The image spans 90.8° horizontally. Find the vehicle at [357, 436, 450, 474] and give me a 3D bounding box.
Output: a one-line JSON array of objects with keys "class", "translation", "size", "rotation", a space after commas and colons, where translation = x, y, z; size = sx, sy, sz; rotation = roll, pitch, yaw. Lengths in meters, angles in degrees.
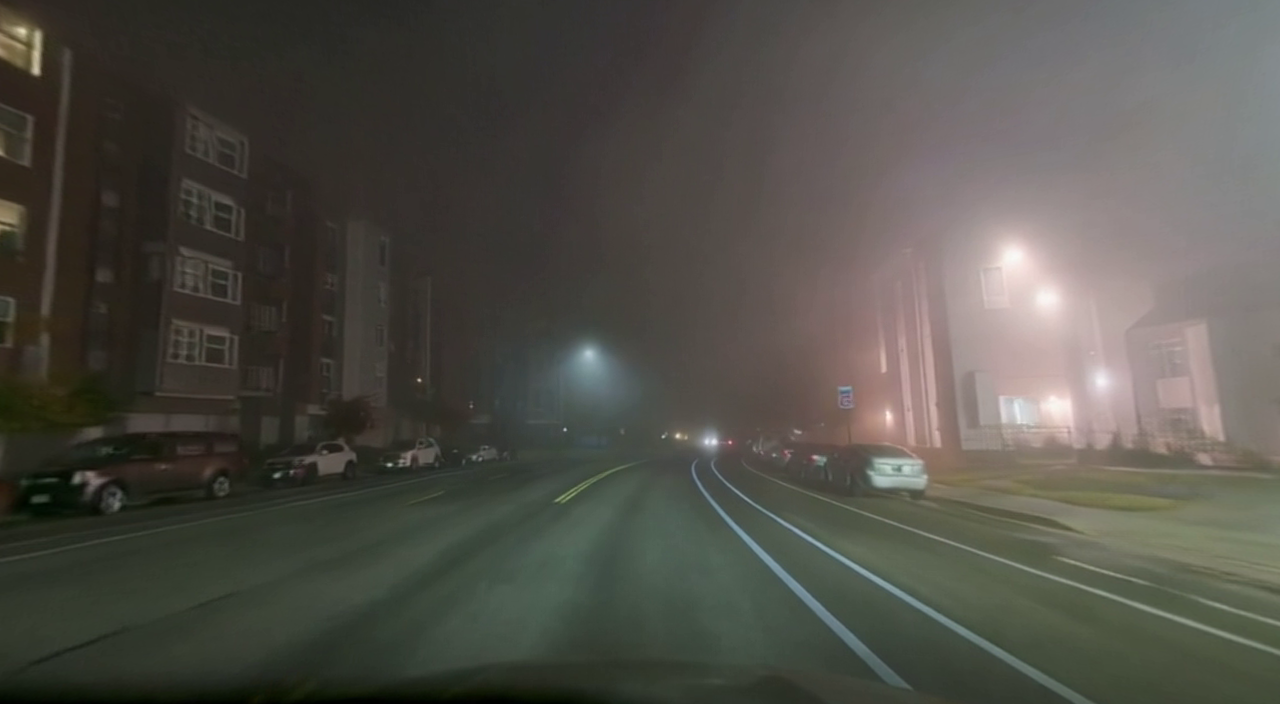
[{"class": "vehicle", "translation": [-12.219, 5.359, 33.180], "size": [2.137, 1.835, 5.833], "rotation": [-1, -8, 6]}]

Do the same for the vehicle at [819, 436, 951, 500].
[{"class": "vehicle", "translation": [6.352, 3.035, 17.023], "size": [1.947, 1.487, 4.549], "rotation": [0, -8, 3]}]

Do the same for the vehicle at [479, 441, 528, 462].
[{"class": "vehicle", "translation": [-10.101, 7.375, 47.032], "size": [1.873, 1.467, 4.644], "rotation": [-2, -8, 10]}]

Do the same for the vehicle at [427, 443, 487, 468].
[{"class": "vehicle", "translation": [-11.341, 6.402, 39.496], "size": [1.829, 1.449, 4.713], "rotation": [-1, -8, 7]}]

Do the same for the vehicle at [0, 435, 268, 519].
[{"class": "vehicle", "translation": [-12.734, 3.127, 16.631], "size": [2.290, 1.799, 5.801], "rotation": [0, -8, 0]}]

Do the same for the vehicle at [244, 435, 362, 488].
[{"class": "vehicle", "translation": [-12.723, 4.139, 24.254], "size": [2.001, 1.836, 4.471], "rotation": [0, -8, 1]}]
